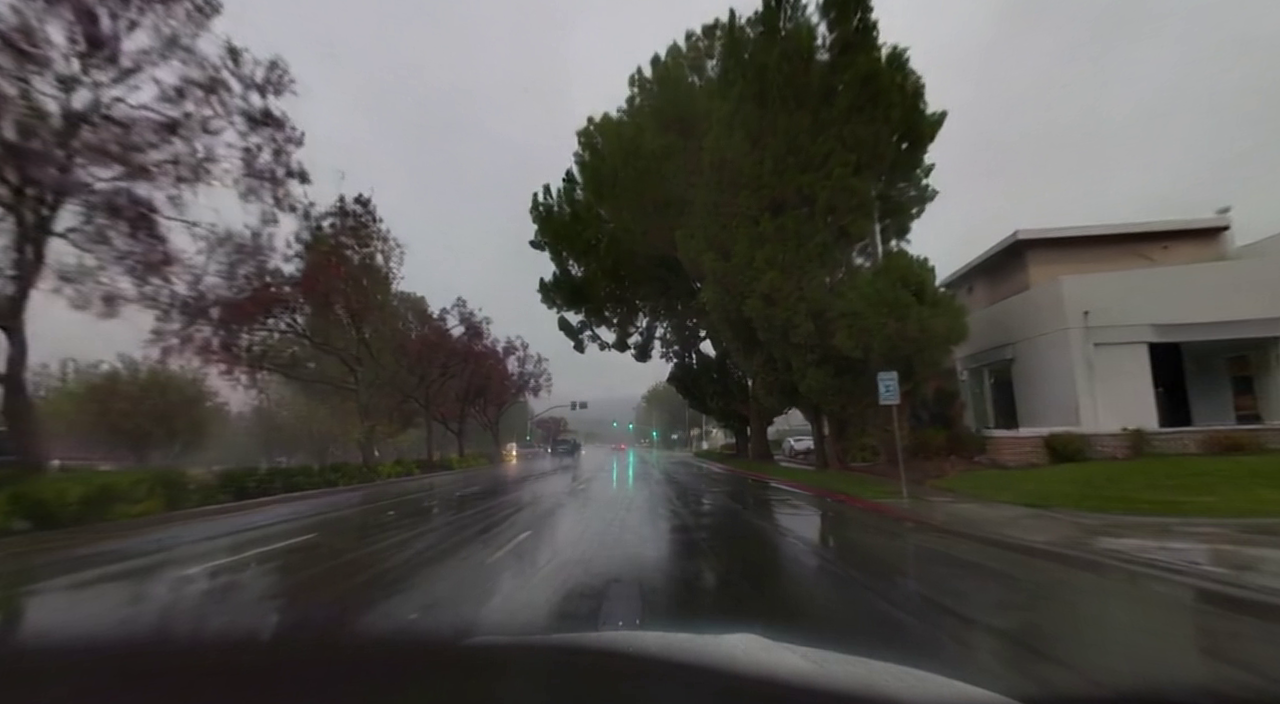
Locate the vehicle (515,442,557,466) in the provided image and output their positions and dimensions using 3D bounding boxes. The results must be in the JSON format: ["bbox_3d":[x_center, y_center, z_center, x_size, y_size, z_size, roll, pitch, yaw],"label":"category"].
[{"bbox_3d":[-6.731,6.646,41.229,1.970,1.456,4.441,0,-9,0],"label":"vehicle"}]
